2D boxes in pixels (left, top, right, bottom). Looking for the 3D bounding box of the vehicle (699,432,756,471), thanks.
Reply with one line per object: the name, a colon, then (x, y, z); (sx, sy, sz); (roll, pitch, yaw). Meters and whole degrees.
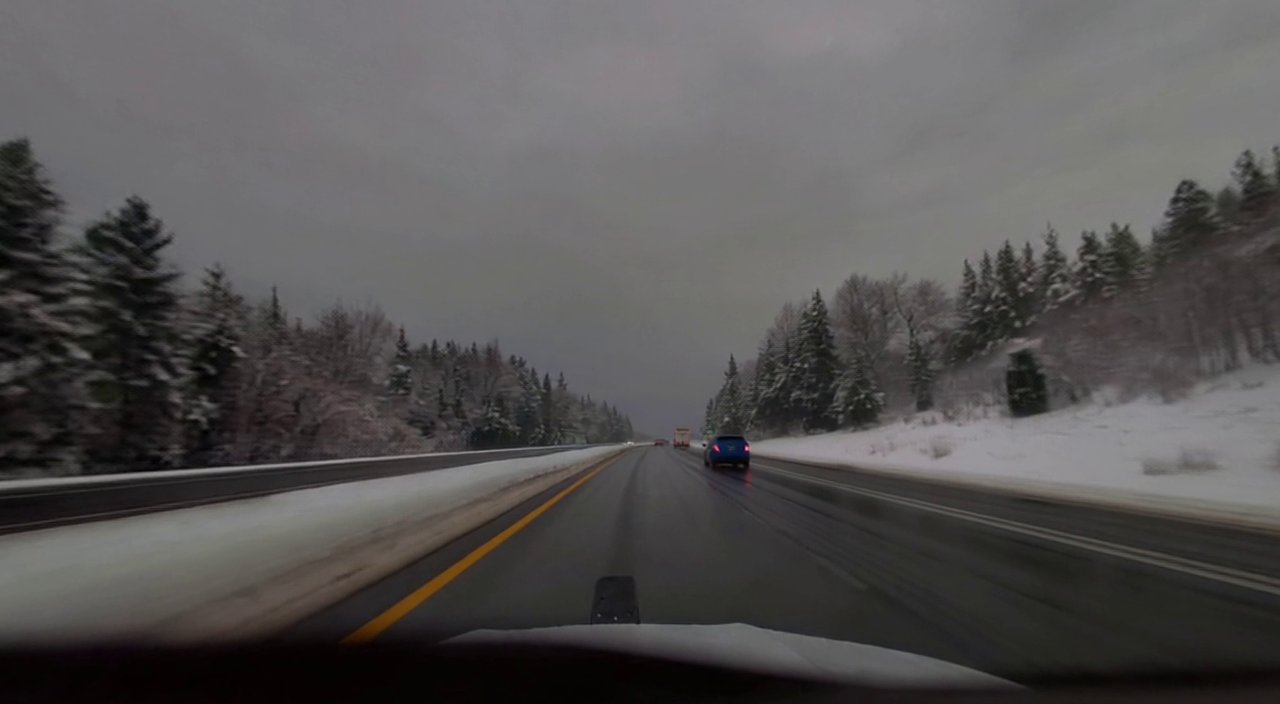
vehicle: (3.987, 4.612, 29.335); (2.022, 1.663, 4.245); (0, -8, 0)
